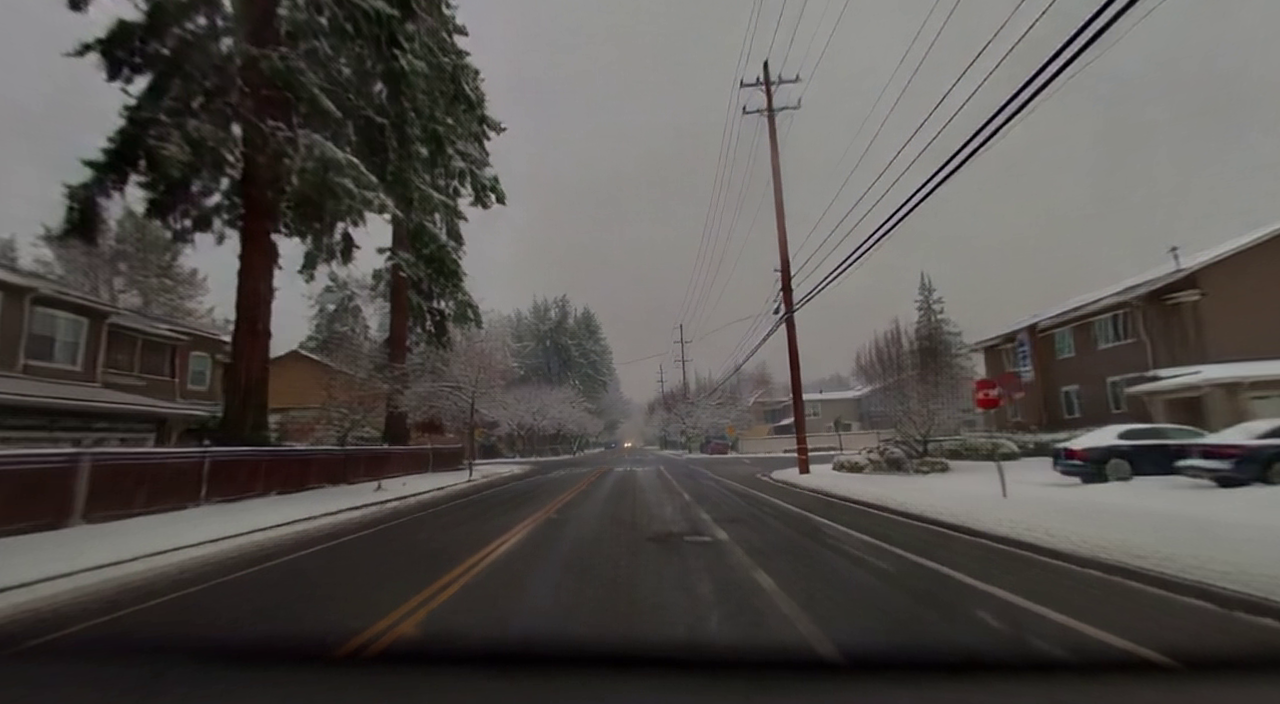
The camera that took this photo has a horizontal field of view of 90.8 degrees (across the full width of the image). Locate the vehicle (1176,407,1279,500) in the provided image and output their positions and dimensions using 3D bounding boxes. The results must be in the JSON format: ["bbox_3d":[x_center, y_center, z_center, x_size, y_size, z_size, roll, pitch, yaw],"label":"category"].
[{"bbox_3d":[12.684,1.772,11.150,4.650,1.484,1.929,0,-8,-1],"label":"vehicle"}]

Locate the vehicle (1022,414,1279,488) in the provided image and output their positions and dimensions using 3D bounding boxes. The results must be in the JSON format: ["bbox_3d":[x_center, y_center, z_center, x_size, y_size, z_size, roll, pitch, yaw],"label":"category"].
[{"bbox_3d":[12.058,2.328,15.055,4.643,1.613,1.982,0,-8,-4],"label":"vehicle"}]
